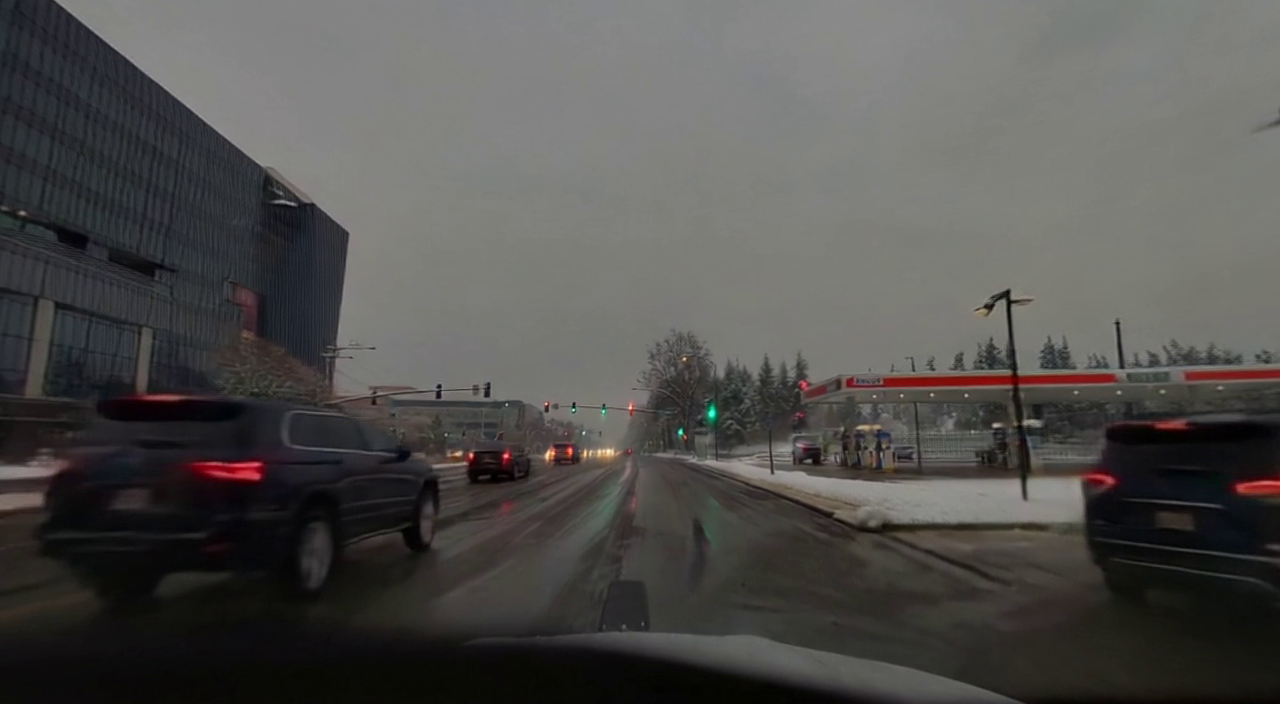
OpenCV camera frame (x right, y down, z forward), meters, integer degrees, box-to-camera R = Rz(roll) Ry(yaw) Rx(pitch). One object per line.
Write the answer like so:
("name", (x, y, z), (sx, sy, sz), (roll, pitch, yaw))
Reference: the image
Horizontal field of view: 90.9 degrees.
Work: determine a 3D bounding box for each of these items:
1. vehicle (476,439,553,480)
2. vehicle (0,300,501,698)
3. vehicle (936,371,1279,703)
("vehicle", (-4.944, 4.280, 25.447), (1.900, 1.473, 4.425), (-1, -8, 4))
("vehicle", (-3.593, 1.215, 6.574), (2.602, 2.091, 6.347), (0, -8, 2))
("vehicle", (4.691, 1.259, 5.212), (4.613, 1.751, 2.169), (7, -11, -39))
